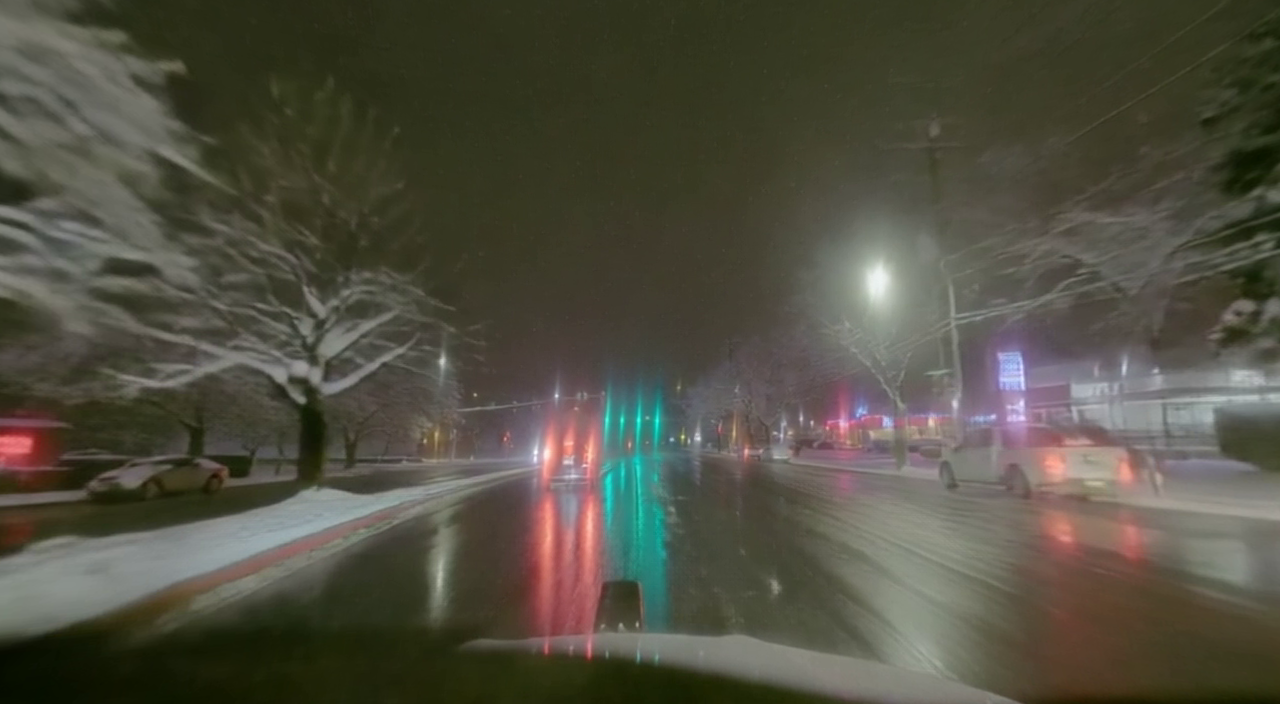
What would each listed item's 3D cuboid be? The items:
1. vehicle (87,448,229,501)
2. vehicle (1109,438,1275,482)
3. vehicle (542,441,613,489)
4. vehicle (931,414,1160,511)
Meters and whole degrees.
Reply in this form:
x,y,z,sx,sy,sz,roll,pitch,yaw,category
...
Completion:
x,y,z,sx,sy,sz,roll,pitch,yaw,category
-18.909,4.770,25.140,2.027,1.831,4.644,0,-8,-1,vehicle
19.616,3.825,22.763,4.212,1.436,1.919,-6,-10,34,vehicle
-2.041,3.778,21.518,2.185,1.473,3.925,0,-8,-4,vehicle
10.350,2.873,16.971,2.266,2.118,5.742,0,-8,-1,vehicle
